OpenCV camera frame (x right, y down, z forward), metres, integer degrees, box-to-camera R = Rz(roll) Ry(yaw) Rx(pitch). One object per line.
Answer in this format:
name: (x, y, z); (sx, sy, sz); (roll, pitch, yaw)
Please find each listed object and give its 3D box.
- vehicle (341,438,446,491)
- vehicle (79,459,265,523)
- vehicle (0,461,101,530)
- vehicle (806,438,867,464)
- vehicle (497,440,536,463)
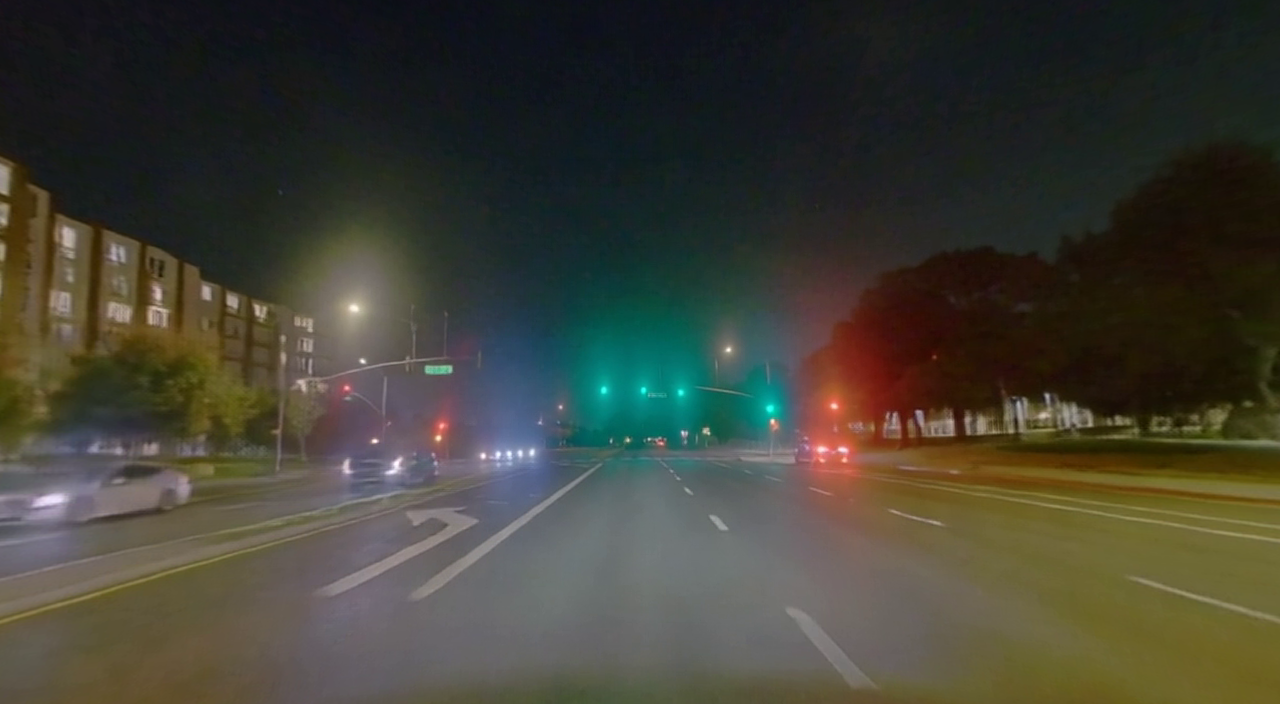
vehicle: (-8.739, 3.998, 22.886); (2.035, 1.711, 4.463); (0, -8, -1)
vehicle: (-11.733, 3.467, 16.231); (1.880, 1.344, 3.782); (0, -8, 0)
vehicle: (-15.189, 3.257, 14.233); (1.989, 1.460, 4.711); (0, -8, -1)
vehicle: (11.586, 5.852, 37.551); (1.955, 1.455, 4.727); (0, -8, -2)
vehicle: (-9.330, 7.551, 48.160); (2.010, 1.682, 4.346); (-1, -8, 1)
